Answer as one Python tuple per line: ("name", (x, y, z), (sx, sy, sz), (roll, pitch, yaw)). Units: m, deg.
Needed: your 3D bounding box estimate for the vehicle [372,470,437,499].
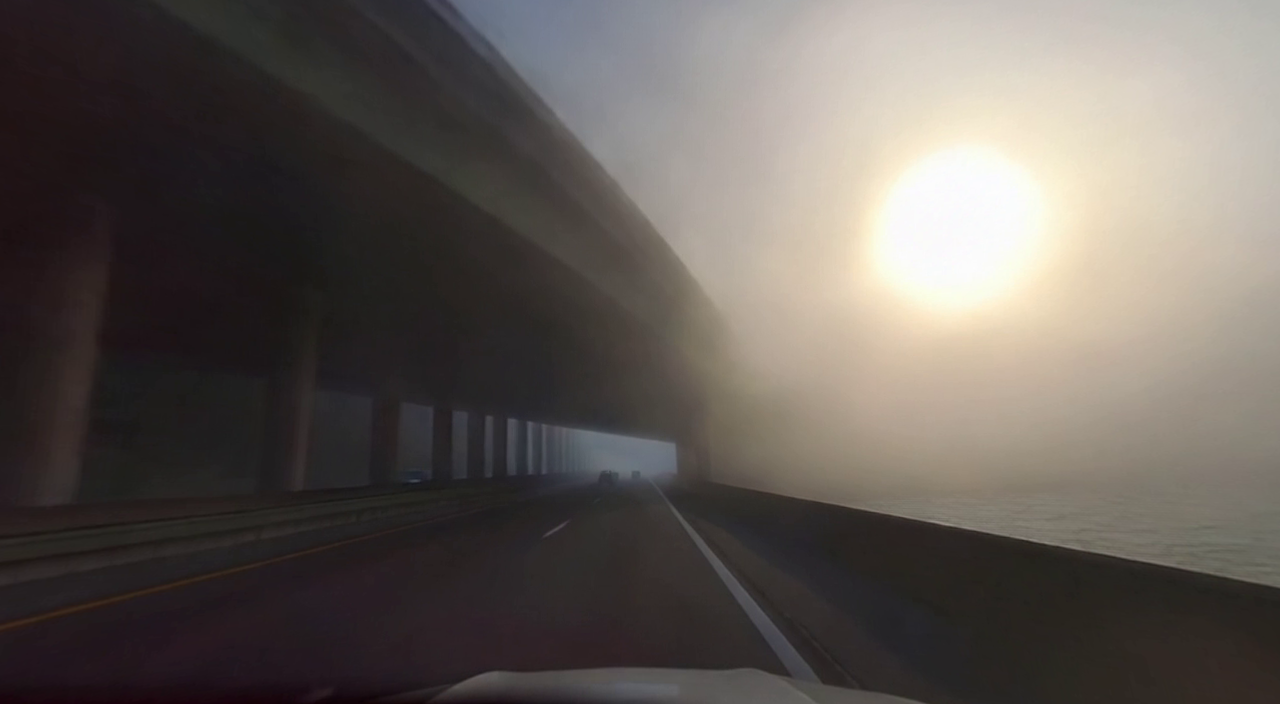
("vehicle", (-12.557, 7.089, 33.816), (1.868, 1.406, 3.960), (1, -10, 1))
